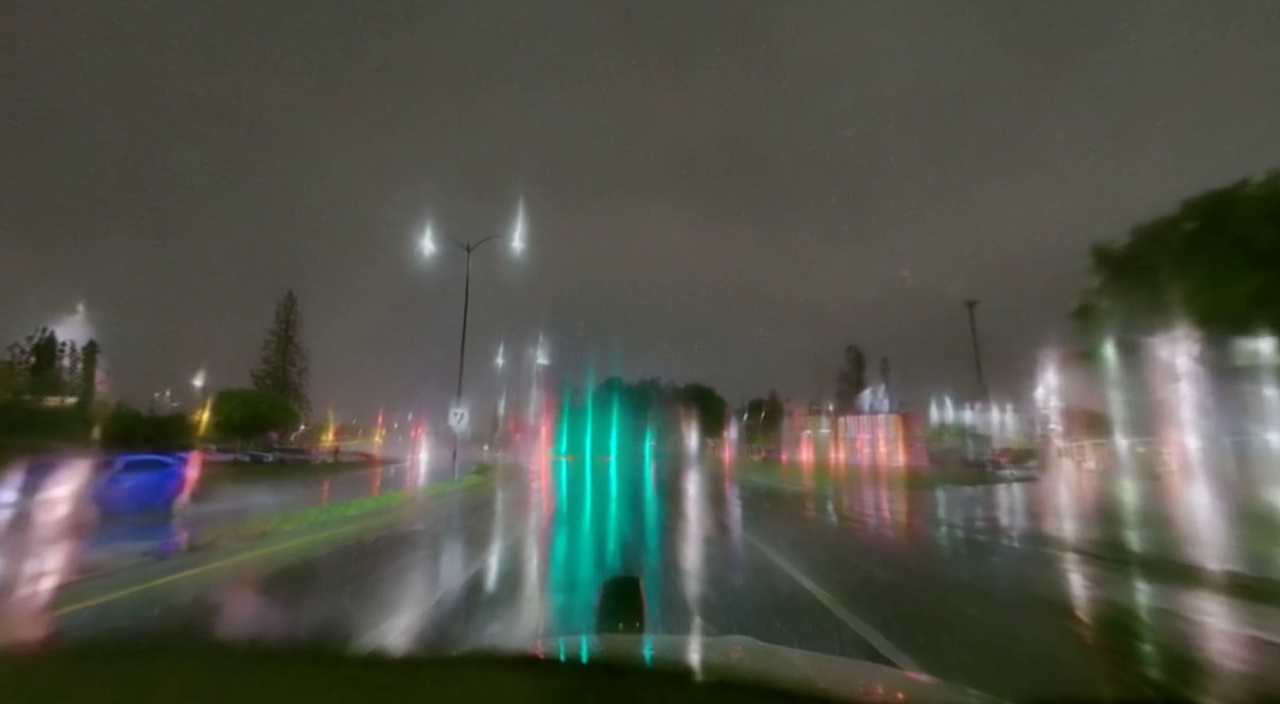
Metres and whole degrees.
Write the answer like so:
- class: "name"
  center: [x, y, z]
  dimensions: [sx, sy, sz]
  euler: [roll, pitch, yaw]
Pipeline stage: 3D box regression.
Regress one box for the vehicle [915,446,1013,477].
- class: "vehicle"
  center: [22.781, 7.709, 44.736]
  dimensions: [2.337, 1.969, 5.826]
  euler: [7, -11, -25]
